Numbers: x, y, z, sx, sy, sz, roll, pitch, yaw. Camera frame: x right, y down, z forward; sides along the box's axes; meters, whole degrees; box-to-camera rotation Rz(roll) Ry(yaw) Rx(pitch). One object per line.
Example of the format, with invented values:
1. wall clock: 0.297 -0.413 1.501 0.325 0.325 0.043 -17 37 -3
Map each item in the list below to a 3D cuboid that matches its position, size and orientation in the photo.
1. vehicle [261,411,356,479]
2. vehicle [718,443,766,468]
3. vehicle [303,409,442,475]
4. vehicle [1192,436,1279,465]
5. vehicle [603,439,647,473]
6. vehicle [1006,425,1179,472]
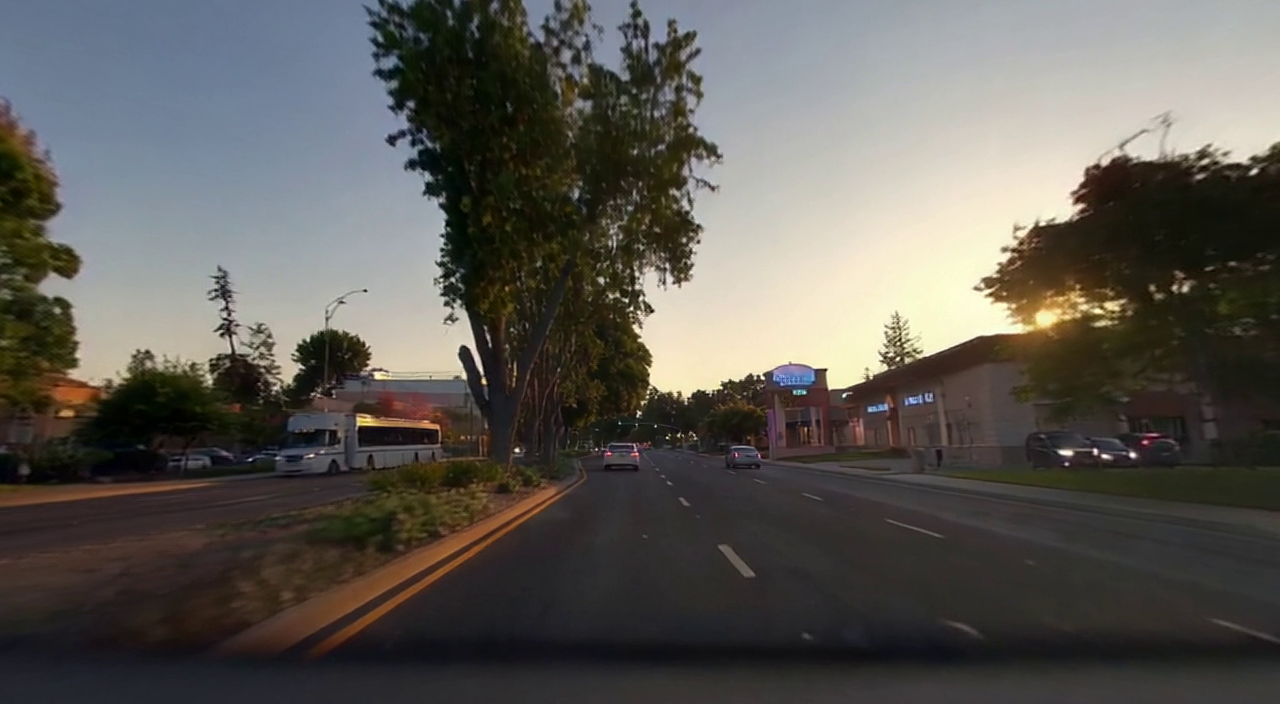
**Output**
1. vehicle: -19.622 5.548 37.733 2.986 3.786 4.453 0 -8 1
2. vehicle: 6.463 6.600 40.536 2.075 1.475 4.571 0 -8 -3
3. vehicle: -19.490 6.895 48.239 3.133 4.167 16.699 0 -8 1
4. vehicle: 32.879 5.300 34.239 1.804 1.461 4.611 0 -8 1
5. vehicle: -0.827 5.160 31.607 2.072 1.545 4.578 0 -8 -3
6. vehicle: 20.157 4.321 28.376 5.909 1.970 2.365 0 -8 0
